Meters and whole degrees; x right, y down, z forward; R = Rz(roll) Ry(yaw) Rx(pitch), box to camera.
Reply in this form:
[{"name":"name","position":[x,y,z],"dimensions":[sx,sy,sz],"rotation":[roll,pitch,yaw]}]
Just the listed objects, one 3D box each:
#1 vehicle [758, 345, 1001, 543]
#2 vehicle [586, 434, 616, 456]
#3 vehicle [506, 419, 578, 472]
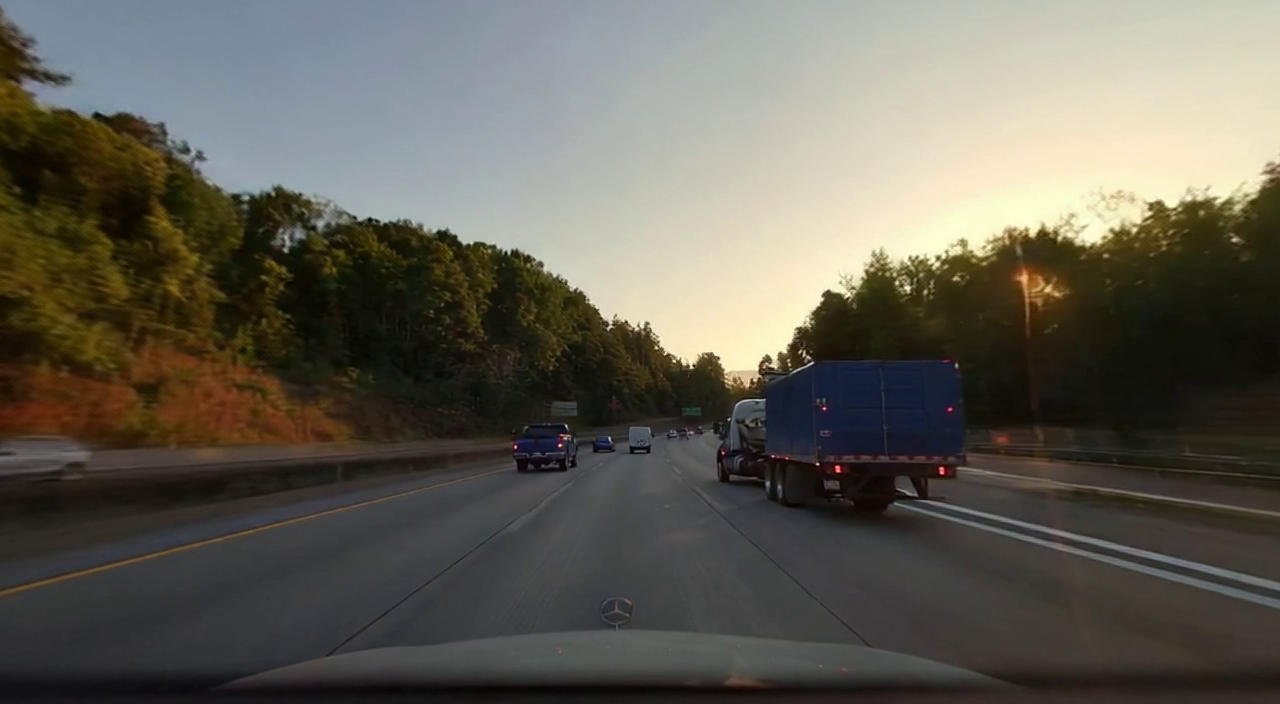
[{"name":"vehicle","position":[3.500,1.454,10.298],"dimensions":[2.256,2.568,4.049],"rotation":[0,-8,-1]},{"name":"vehicle","position":[-2.944,7.127,48.267],"dimensions":[2.008,1.588,4.147],"rotation":[0,-8,1]},{"name":"vehicle","position":[-3.889,3.819,25.975],"dimensions":[2.204,1.991,4.720],"rotation":[0,-8,0]}]
